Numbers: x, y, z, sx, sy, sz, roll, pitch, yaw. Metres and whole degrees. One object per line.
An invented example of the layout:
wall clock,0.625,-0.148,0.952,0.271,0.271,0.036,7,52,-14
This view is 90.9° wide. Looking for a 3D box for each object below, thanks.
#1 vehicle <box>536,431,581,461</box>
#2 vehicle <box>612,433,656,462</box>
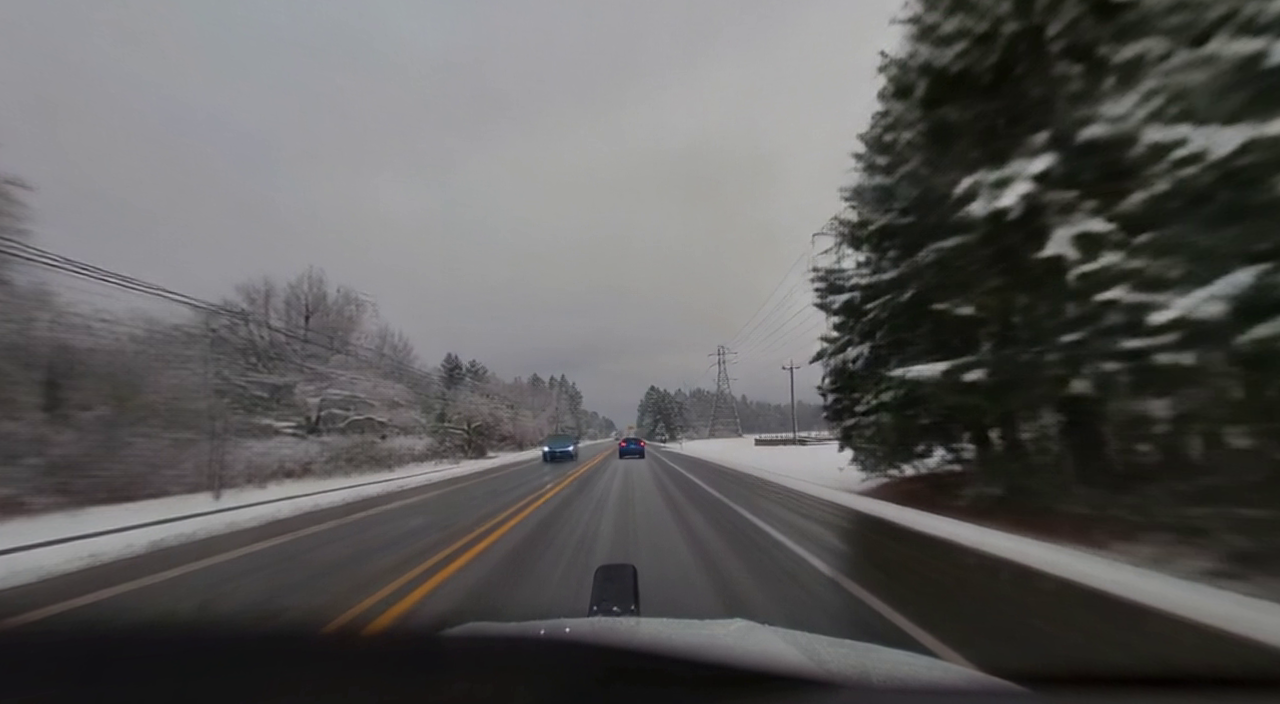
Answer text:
vehicle,-4.567,5.291,35.822,2.079,1.591,3.951,0,-8,-1
vehicle,-0.319,5.101,33.830,2.241,1.471,3.829,0,-8,-1
